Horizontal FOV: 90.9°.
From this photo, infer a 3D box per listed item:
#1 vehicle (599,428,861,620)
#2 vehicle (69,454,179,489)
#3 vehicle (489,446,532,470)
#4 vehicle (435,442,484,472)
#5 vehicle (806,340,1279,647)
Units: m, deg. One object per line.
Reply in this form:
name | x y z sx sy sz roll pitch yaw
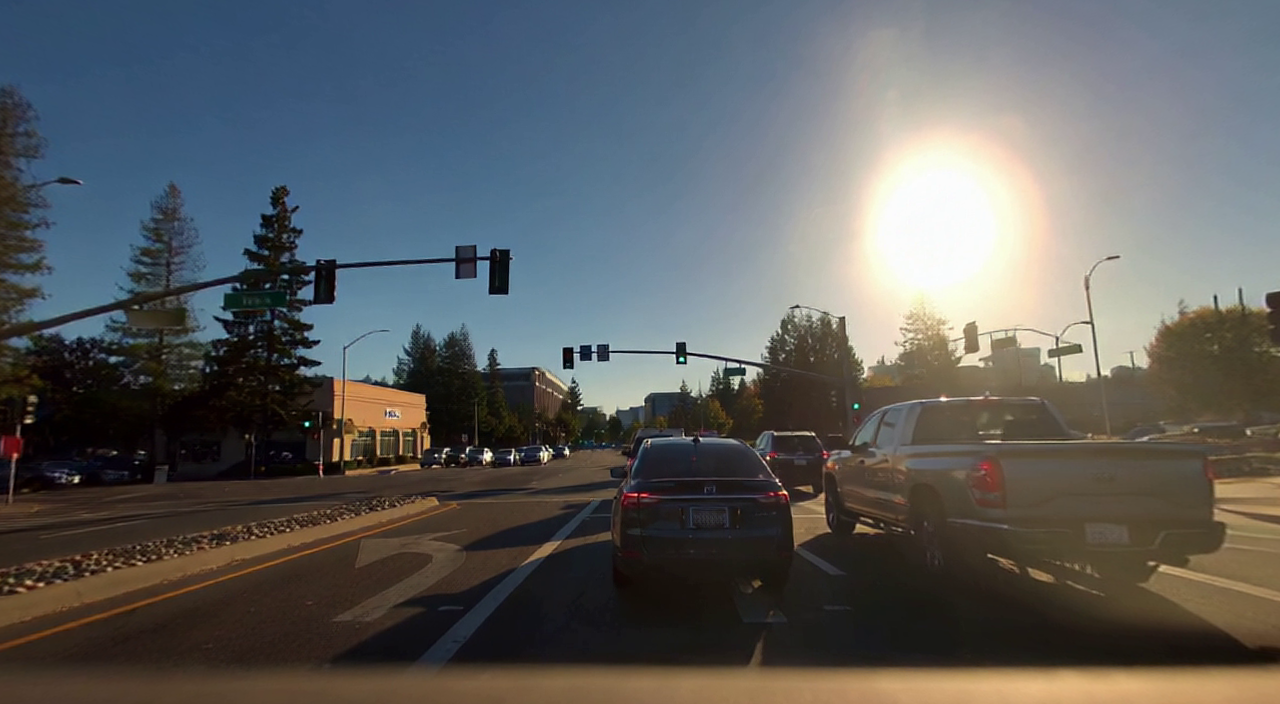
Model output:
vehicle | 0.611 1.601 6.811 2.038 1.447 3.756 0 -8 -3
vehicle | -29.082 6.700 35.591 4.789 1.828 2.025 -2 -9 10
vehicle | -8.460 6.983 41.631 2.002 1.469 4.301 0 -8 -1
vehicle | -11.876 6.919 41.782 1.991 1.844 4.393 0 -8 -1
vehicle | 3.807 1.345 7.088 2.358 2.116 5.328 0 -8 -1
